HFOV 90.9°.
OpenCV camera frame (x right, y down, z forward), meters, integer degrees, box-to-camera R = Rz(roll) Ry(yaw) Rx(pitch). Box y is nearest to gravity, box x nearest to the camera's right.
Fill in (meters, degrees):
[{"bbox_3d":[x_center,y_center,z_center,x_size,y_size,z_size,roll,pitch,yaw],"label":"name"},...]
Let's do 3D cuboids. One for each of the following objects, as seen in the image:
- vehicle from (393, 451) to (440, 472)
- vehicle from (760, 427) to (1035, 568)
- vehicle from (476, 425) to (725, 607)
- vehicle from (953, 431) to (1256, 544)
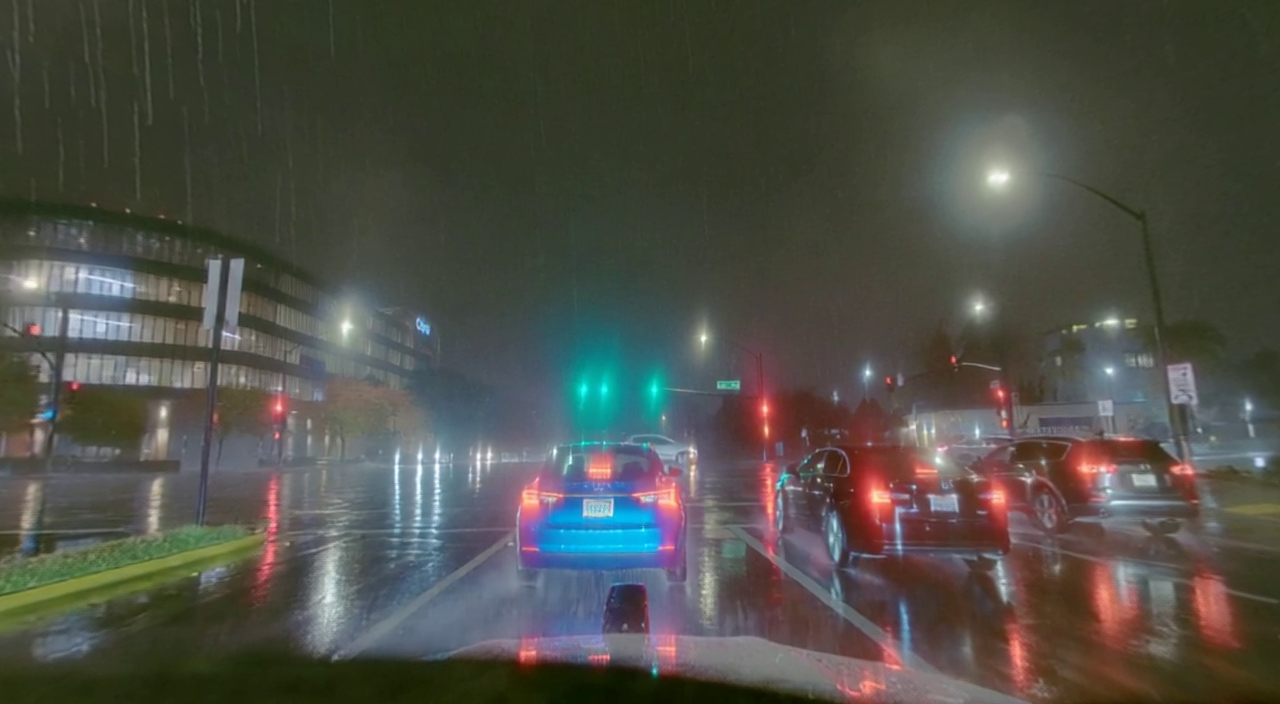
[{"bbox_3d":[-17.164,8.393,48.673,2.048,1.463,4.530,0,-8,-1],"label":"vehicle"},{"bbox_3d":[3.207,1.889,8.972,2.042,1.508,4.109,0,-8,-2],"label":"vehicle"},{"bbox_3d":[-0.376,1.654,7.289,2.059,1.477,3.988,0,-8,-1],"label":"vehicle"},{"bbox_3d":[7.435,2.166,10.791,1.908,1.517,4.182,0,-8,-1],"label":"vehicle"}]
